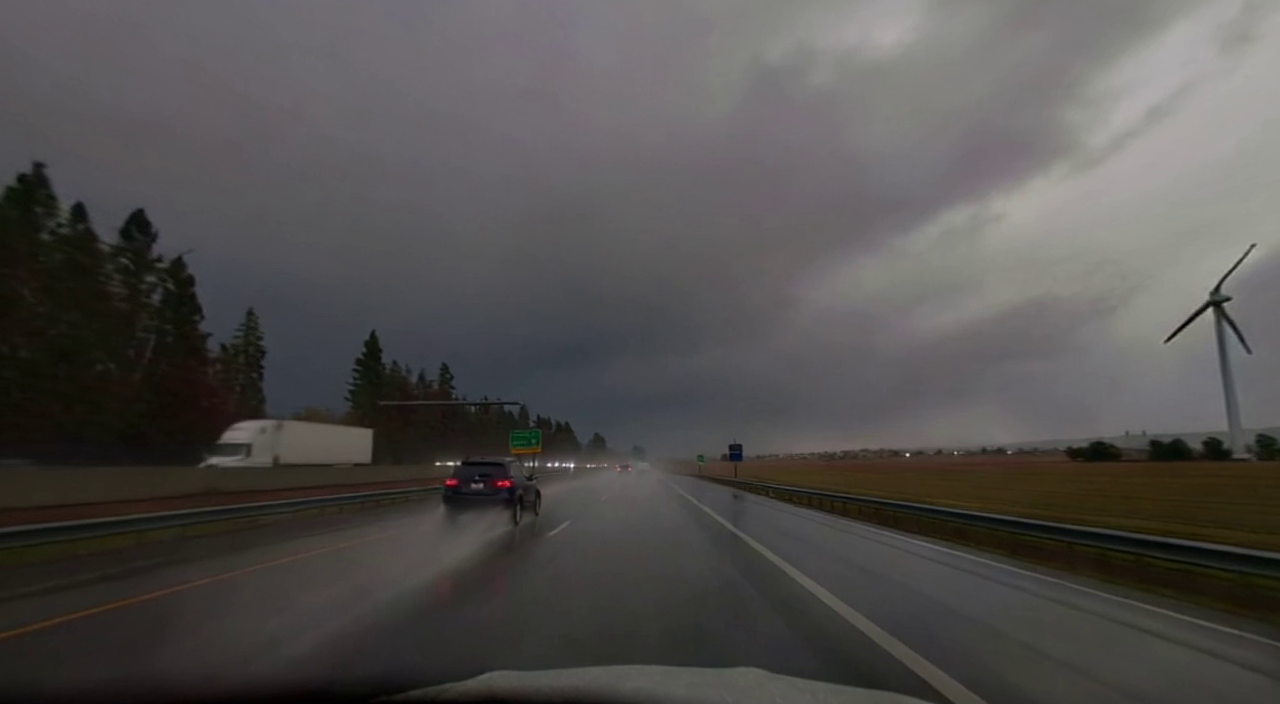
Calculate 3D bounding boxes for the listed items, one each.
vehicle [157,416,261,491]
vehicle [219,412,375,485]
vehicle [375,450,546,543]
[{"bbox_3d":[-23.040,5.468,33.846,3.297,3.790,2.689,0,-10,1],"label":"vehicle"},{"bbox_3d":[-22.860,6.870,43.628,2.840,4.164,13.969,1,-10,0],"label":"vehicle"},{"bbox_3d":[-3.375,2.866,13.024,2.039,1.505,4.843,1,-10,1],"label":"vehicle"}]
